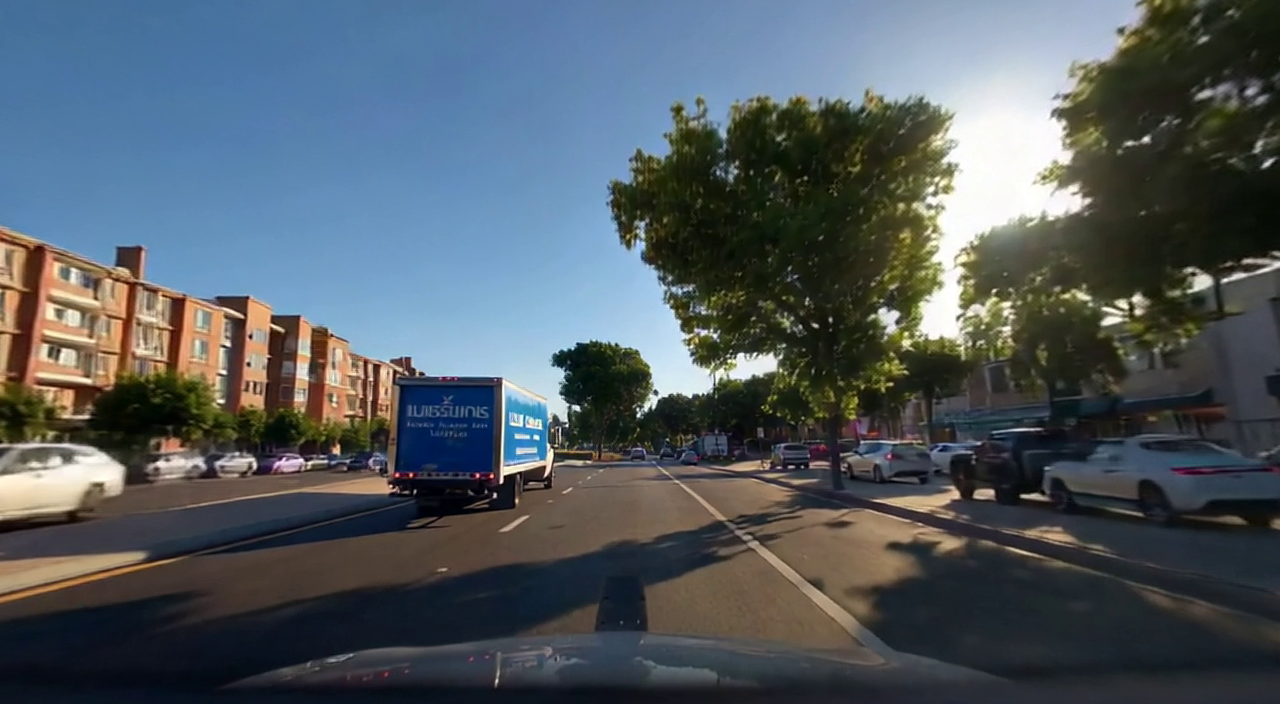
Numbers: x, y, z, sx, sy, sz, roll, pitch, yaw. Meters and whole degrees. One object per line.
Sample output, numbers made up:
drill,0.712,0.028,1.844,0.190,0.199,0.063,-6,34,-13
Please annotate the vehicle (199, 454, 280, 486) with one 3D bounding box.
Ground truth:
vehicle,-22.948,6.736,36.397,1.873,1.657,4.381,0,-9,-2

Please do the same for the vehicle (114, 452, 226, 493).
vehicle,-22.915,5.838,31.078,1.916,1.782,4.572,-1,-8,1

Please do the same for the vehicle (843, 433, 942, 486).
vehicle,9.088,3.904,23.153,1.766,1.725,4.221,0,-8,-1

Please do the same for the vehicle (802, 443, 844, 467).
vehicle,11.935,6.721,41.396,1.627,1.493,3.508,0,-8,0

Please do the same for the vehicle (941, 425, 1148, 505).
vehicle,9.687,2.731,15.695,2.044,1.673,4.398,0,-9,-3

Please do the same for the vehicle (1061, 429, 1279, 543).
vehicle,9.129,2.073,10.344,1.802,1.504,3.797,0,-9,-1

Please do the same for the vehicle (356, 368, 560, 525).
vehicle,-3.961,2.358,15.944,2.763,2.974,7.562,-1,-8,1

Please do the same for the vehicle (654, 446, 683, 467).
vehicle,2.107,7.953,48.314,1.878,1.534,4.120,0,-8,-2

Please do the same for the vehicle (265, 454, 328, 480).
vehicle,-23.086,7.711,42.611,1.835,1.610,4.452,0,-8,-2

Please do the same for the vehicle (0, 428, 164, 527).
vehicle,-13.194,2.659,13.772,2.041,1.863,4.639,0,-8,-1

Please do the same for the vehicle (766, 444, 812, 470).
vehicle,9.130,6.454,38.920,1.850,1.477,3.520,0,-9,-2
